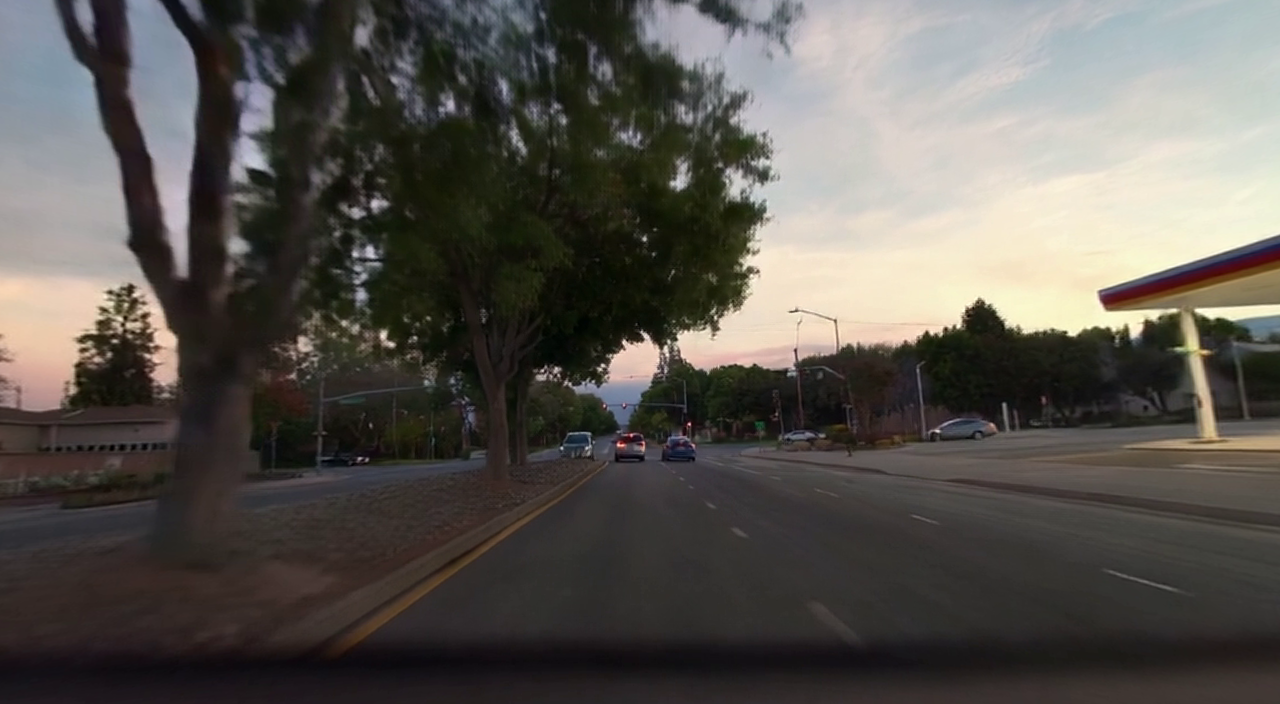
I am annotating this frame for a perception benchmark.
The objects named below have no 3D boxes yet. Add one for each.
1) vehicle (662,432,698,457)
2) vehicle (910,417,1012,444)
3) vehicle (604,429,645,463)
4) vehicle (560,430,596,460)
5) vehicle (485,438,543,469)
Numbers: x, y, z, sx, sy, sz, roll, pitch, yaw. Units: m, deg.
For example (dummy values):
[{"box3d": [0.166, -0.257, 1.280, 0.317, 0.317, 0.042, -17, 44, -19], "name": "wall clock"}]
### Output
[{"box3d": [2.738, 6.486, 44.061, 2.103, 1.647, 4.318, 0, -8, -2], "name": "vehicle"}, {"box3d": [17.999, 4.462, 35.444, 4.660, 1.462, 2.034, 0, -8, 0], "name": "vehicle"}, {"box3d": [-0.779, 5.143, 34.609, 2.146, 1.742, 4.095, 0, -8, 0], "name": "vehicle"}, {"box3d": [-4.007, 6.128, 41.444, 2.139, 1.851, 3.970, 0, -8, -2], "name": "vehicle"}, {"box3d": [-6.343, 5.159, 32.253, 2.033, 1.442, 4.668, 0, -8, -1], "name": "vehicle"}]
